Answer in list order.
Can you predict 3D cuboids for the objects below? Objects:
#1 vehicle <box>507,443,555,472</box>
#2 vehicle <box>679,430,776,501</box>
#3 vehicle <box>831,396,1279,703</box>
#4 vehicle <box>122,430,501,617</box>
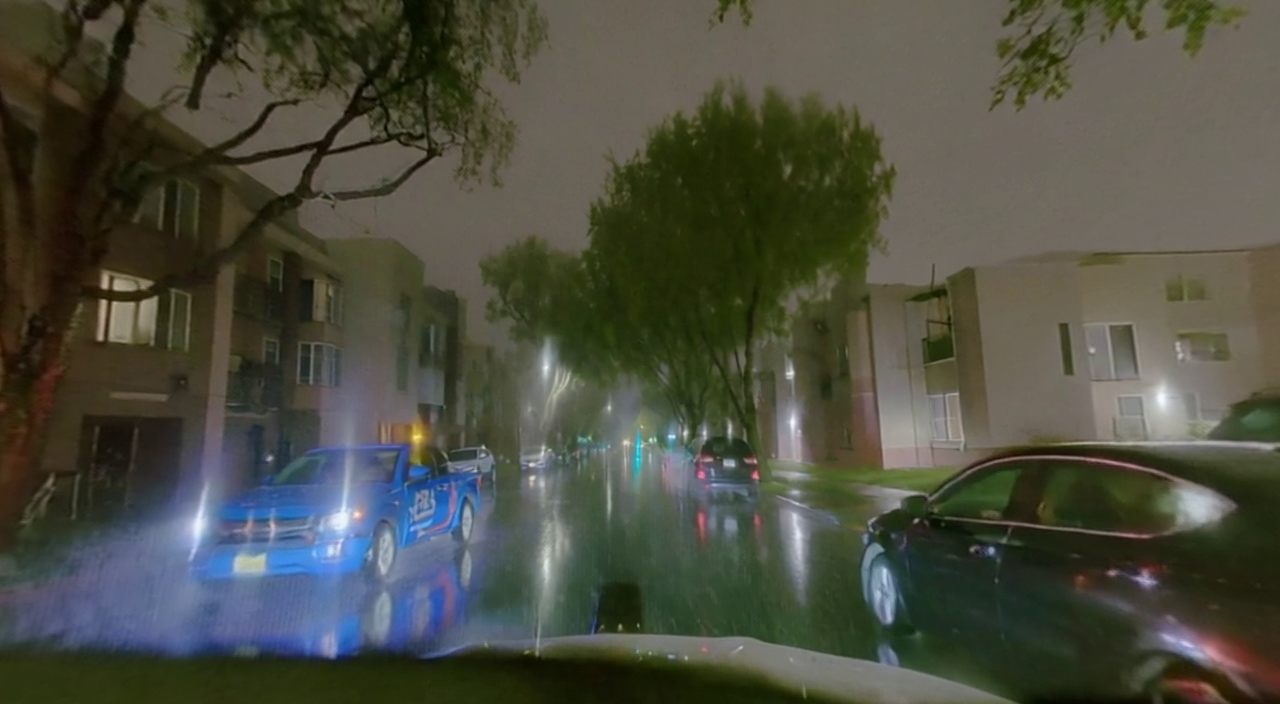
[{"bbox_3d":[-6.362,6.198,37.377,1.959,1.490,4.361,0,-7,1],"label":"vehicle"},{"bbox_3d":[2.199,2.979,17.049,1.878,1.664,4.033,0,-8,-3],"label":"vehicle"},{"bbox_3d":[2.610,1.023,2.792,1.845,1.479,4.727,0,-8,-3],"label":"vehicle"},{"bbox_3d":[-3.224,1.735,7.484,1.966,1.515,4.394,0,-8,3],"label":"vehicle"}]
